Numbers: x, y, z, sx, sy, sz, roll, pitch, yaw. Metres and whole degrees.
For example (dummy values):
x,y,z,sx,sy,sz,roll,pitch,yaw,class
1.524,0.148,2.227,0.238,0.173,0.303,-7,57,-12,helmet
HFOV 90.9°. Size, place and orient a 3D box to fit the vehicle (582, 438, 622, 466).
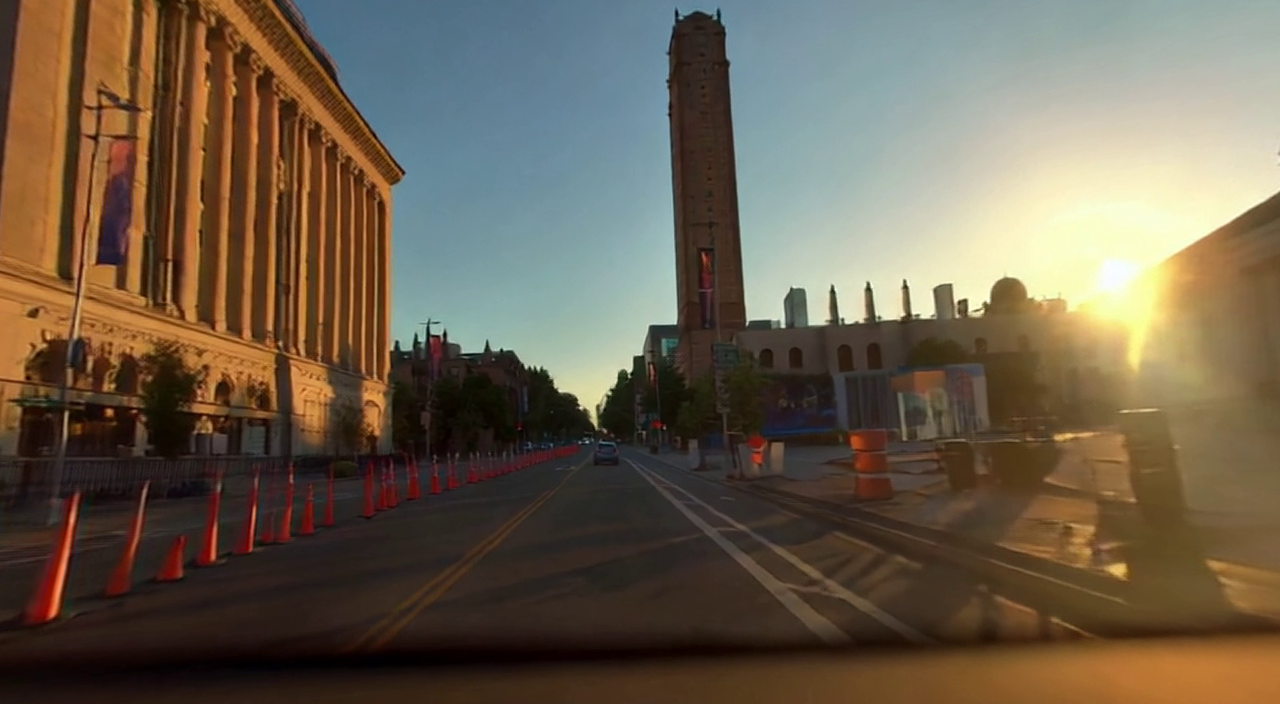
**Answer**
x,y,z,sx,sy,sz,roll,pitch,yaw,class
-2.229,5.825,36.807,2.216,1.492,4.725,1,-8,-4,vehicle
